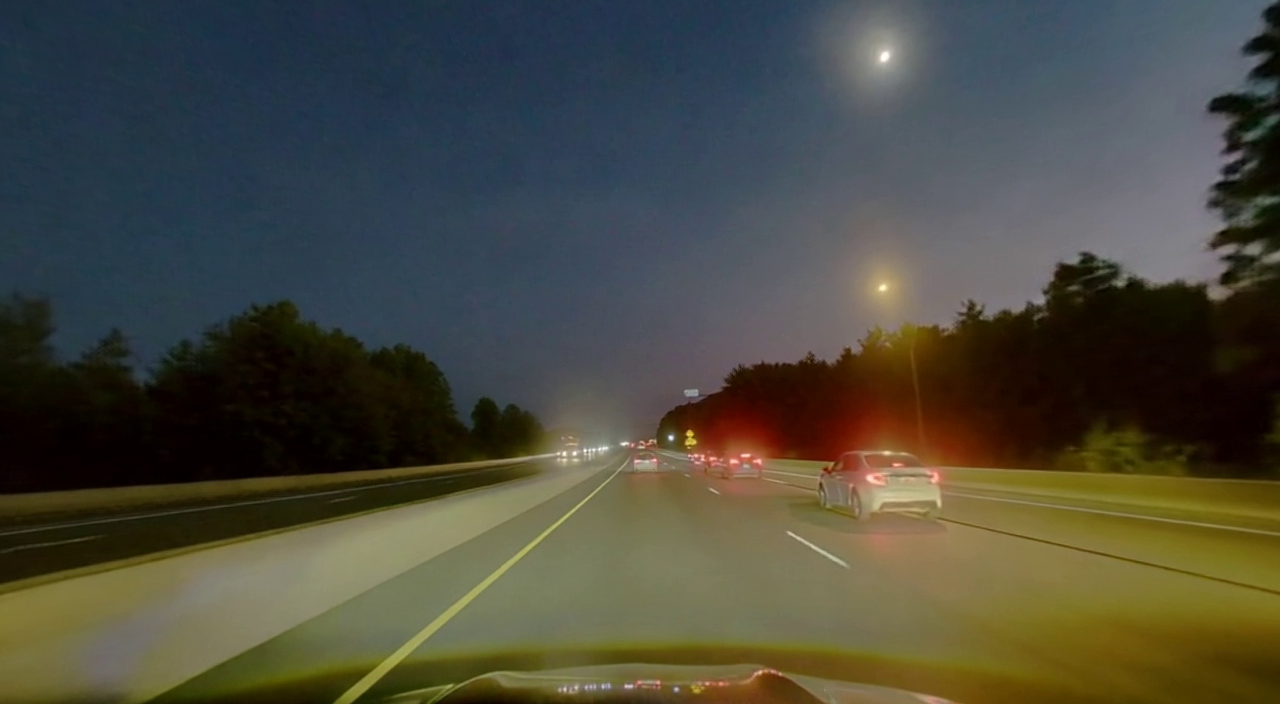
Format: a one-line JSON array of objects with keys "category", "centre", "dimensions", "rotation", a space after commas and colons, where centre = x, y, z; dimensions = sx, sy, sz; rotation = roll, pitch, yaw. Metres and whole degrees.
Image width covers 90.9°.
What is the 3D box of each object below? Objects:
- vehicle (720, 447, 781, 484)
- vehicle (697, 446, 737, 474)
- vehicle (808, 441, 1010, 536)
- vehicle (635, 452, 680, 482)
[{"category": "vehicle", "centre": [4.799, 4.994, 27.901], "dimensions": [1.952, 1.495, 3.740], "rotation": [0, -9, -1]}, {"category": "vehicle", "centre": [4.835, 6.856, 40.090], "dimensions": [1.969, 1.639, 4.472], "rotation": [0, -9, 0]}, {"category": "vehicle", "centre": [4.854, 2.515, 12.264], "dimensions": [1.827, 1.462, 4.697], "rotation": [0, -9, 0]}, {"category": "vehicle", "centre": [0.778, 5.426, 30.026], "dimensions": [2.012, 1.320, 3.777], "rotation": [0, -9, 0]}]
